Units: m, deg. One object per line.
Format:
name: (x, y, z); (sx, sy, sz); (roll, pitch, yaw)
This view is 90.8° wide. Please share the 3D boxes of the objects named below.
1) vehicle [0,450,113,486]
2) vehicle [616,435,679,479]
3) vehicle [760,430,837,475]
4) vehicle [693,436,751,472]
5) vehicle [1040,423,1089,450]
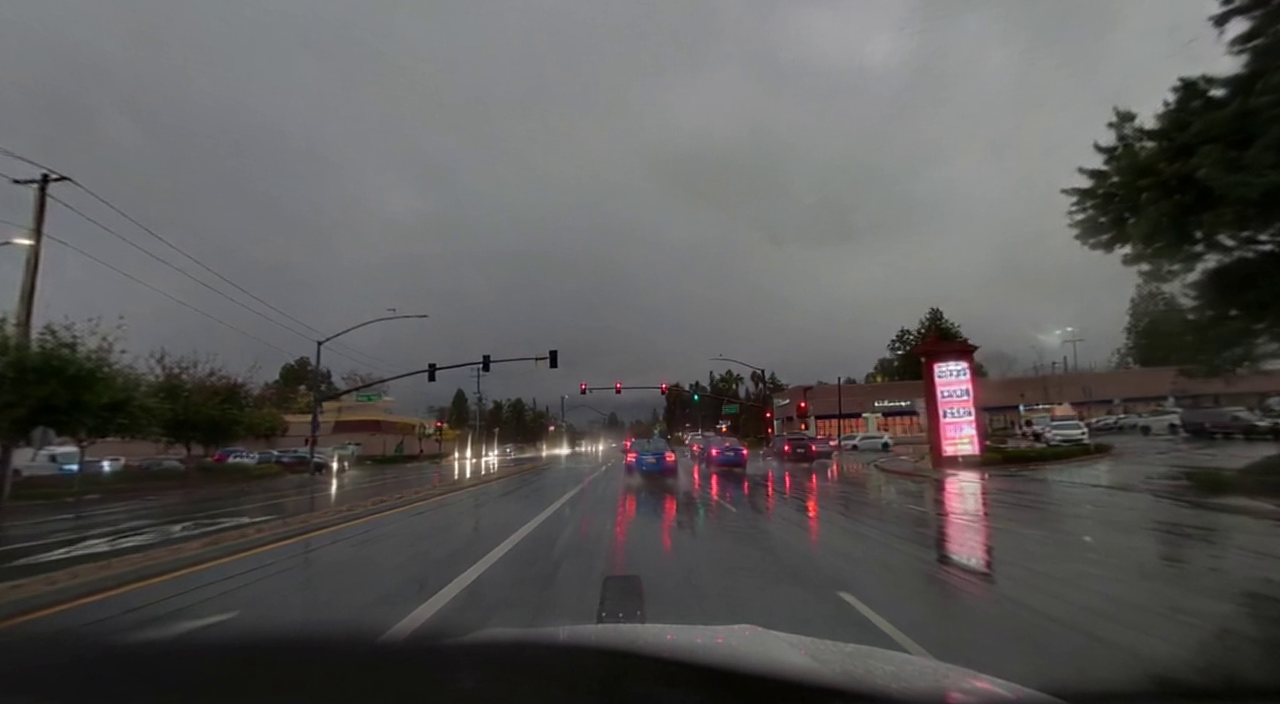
vehicle: (-31.290, 6.138, 33.617); (4.471, 1.829, 2.071); (0, -8, -2)
vehicle: (0.224, 3.888, 23.657); (2.135, 1.468, 4.076); (0, -8, -1)
vehicle: (6.540, 4.203, 26.570); (2.009, 1.700, 4.275); (0, -8, -1)
vehicle: (3.634, 4.606, 28.810); (1.889, 1.473, 4.643); (0, -8, -1)
vehicle: (26.019, 5.253, 38.857); (2.222, 1.538, 4.817); (-5, -10, 31)
